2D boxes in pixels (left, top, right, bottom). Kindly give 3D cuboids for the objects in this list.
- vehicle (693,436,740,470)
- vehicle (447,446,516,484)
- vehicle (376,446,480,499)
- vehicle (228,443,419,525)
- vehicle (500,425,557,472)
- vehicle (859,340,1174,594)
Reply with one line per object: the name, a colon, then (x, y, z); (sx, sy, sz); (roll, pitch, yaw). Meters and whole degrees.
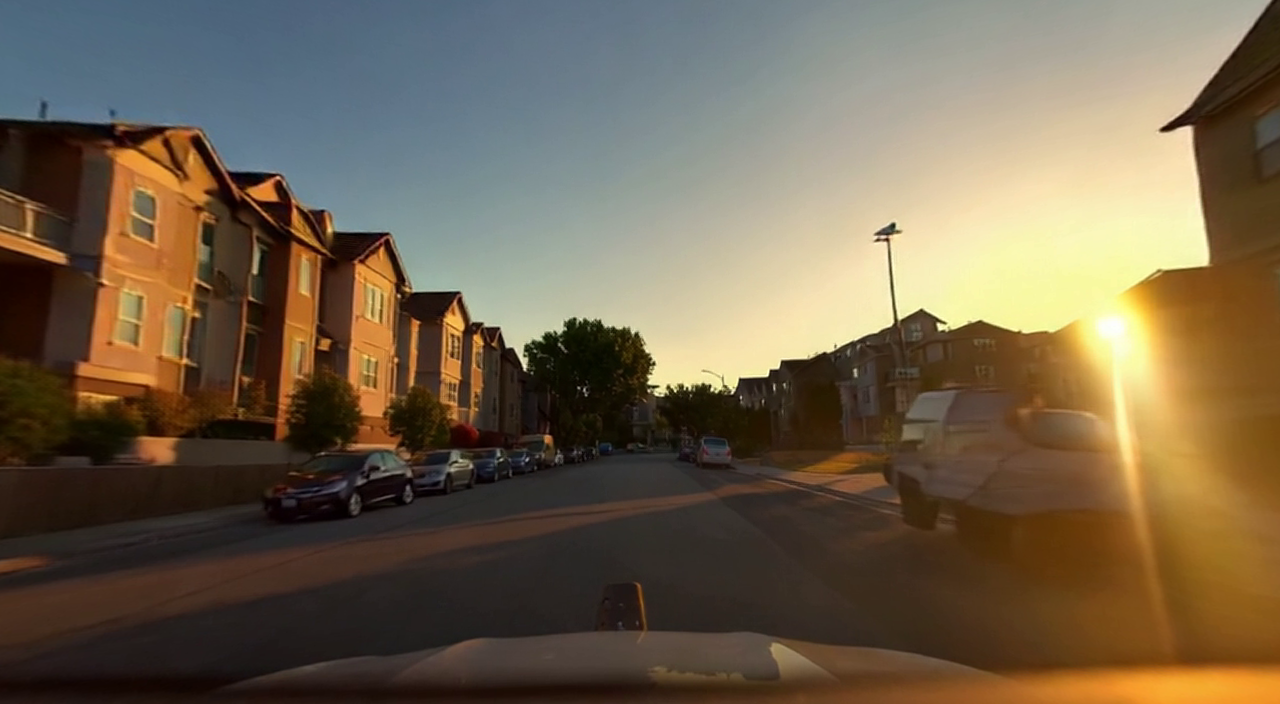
vehicle: (4.651, 6.250, 38.966); (2.216, 1.955, 4.970); (0, -9, -1)
vehicle: (-6.723, 4.839, 27.174); (1.832, 1.483, 4.140); (-1, -9, 1)
vehicle: (-6.746, 3.869, 20.617); (1.845, 1.475, 4.495); (-1, -9, 0)
vehicle: (-6.896, 2.923, 14.457); (2.003, 1.501, 4.779); (-1, -10, -1)
vehicle: (-6.800, 6.056, 39.121); (2.341, 2.674, 5.753); (-1, -10, 1)
vehicle: (4.100, 1.279, 7.353); (2.158, 2.478, 2.078); (-1, -9, -1)
